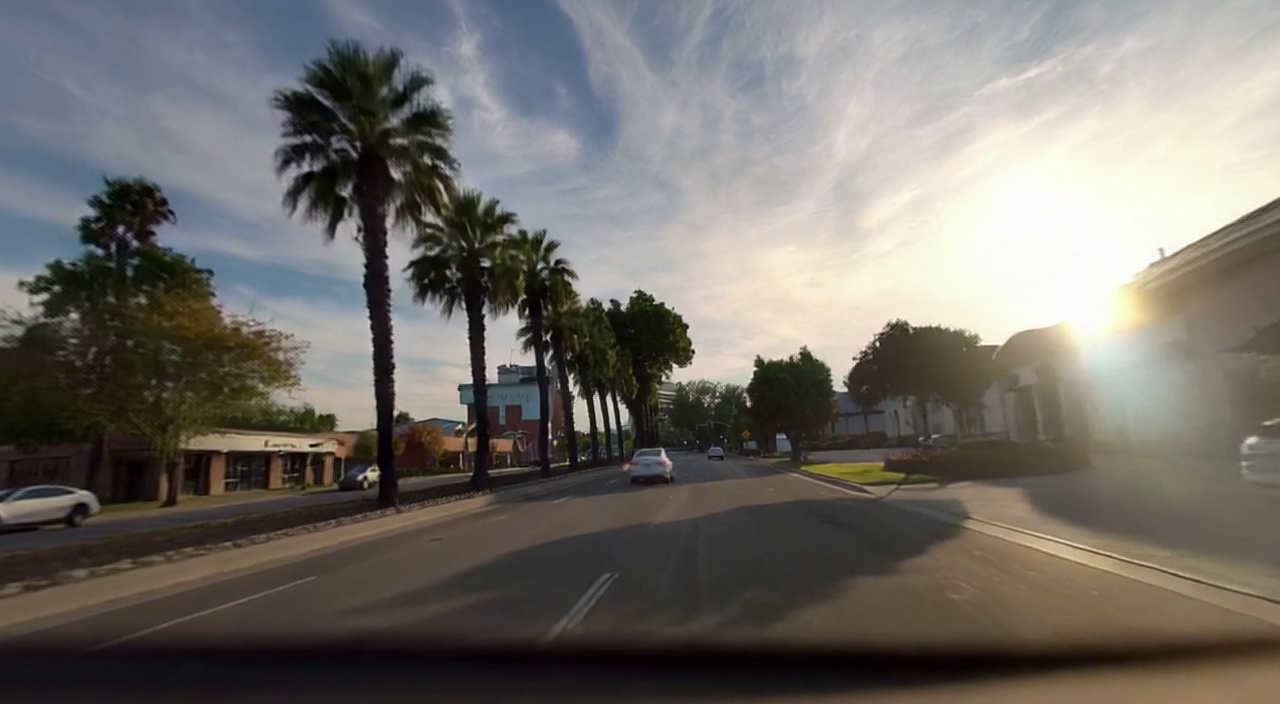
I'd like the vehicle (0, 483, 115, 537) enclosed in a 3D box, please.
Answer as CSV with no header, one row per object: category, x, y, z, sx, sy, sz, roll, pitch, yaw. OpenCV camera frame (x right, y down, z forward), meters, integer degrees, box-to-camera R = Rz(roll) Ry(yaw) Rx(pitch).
vehicle,-22.140,5.675,22.997,1.929,1.552,4.488,-1,-9,4

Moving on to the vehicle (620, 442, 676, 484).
vehicle,0.450,5.092,29.303,2.147,1.745,4.648,-1,-9,6

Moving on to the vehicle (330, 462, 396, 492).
vehicle,-20.186,9.106,46.326,2.294,1.935,4.783,-1,-9,5
